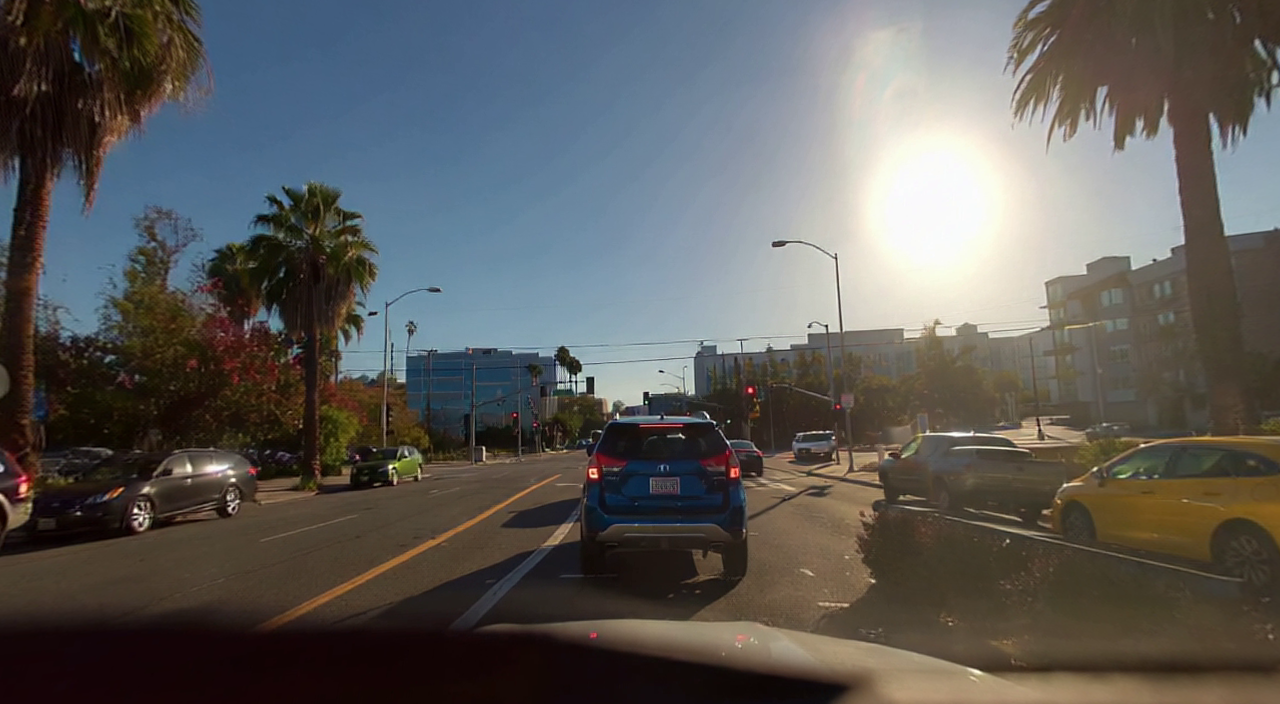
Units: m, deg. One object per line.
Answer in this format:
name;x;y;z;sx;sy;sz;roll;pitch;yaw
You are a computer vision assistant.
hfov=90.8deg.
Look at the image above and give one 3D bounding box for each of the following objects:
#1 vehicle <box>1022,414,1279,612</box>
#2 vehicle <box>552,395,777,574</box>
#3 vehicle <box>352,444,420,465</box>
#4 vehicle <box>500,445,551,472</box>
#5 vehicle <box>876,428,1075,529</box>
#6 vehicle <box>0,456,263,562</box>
vehicle;6.443;1.598;6.919;1.935;1.672;4.139;0;-8;1
vehicle;0.262;1.655;8.586;2.264;1.798;4.258;0;-8;1
vehicle;-18.722;7.514;46.642;1.759;1.457;4.297;-7;-11;38
vehicle;-6.655;6.238;37.251;1.928;1.475;4.645;-1;-8;3
vehicle;6.670;2.529;13.240;1.930;1.736;4.329;-1;-8;3
vehicle;-9.565;2.798;11.935;2.054;1.467;4.595;-4;-9;0
